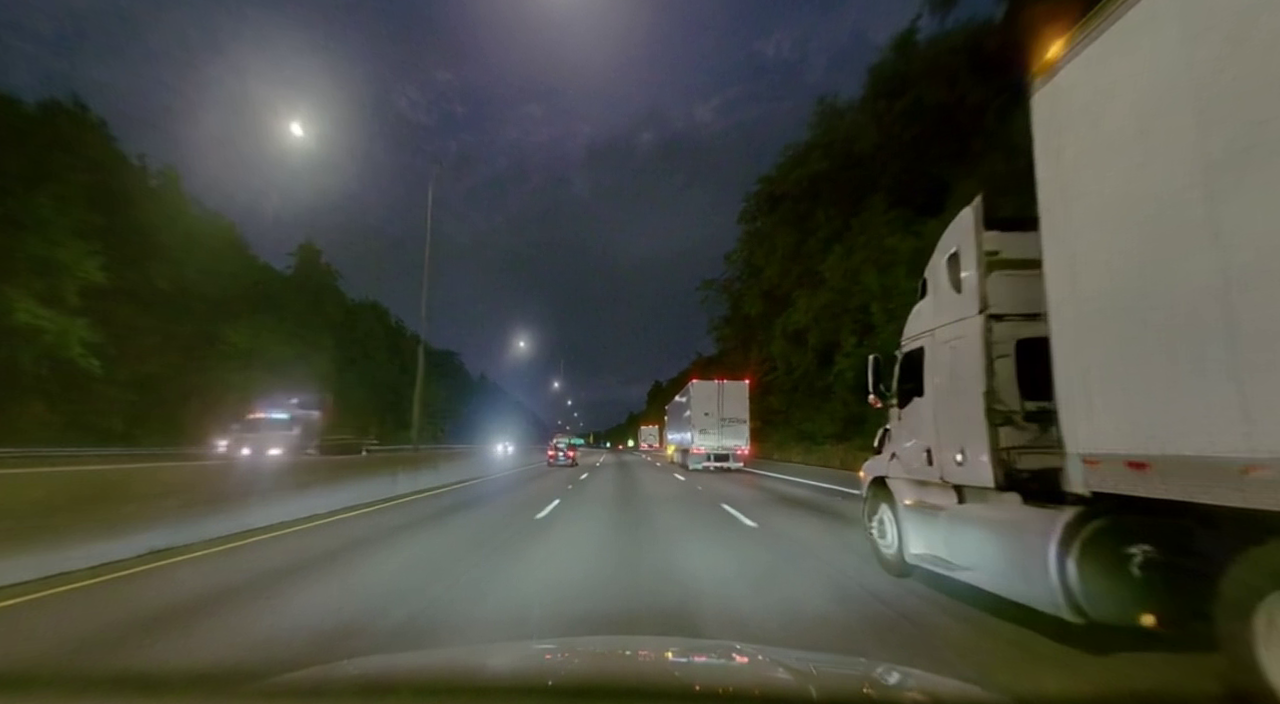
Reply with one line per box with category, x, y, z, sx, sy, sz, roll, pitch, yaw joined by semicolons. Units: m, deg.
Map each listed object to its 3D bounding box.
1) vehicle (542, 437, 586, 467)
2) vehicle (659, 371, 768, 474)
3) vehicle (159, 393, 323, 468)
vehicle;-4.451;5.962;37.662;2.206;1.644;4.027;0;-8;-1
vehicle;3.062;3.704;31.478;3.116;3.992;13.748;0;-8;-3
vehicle;-15.943;3.270;25.805;2.803;2.673;6.158;0;-8;-2
